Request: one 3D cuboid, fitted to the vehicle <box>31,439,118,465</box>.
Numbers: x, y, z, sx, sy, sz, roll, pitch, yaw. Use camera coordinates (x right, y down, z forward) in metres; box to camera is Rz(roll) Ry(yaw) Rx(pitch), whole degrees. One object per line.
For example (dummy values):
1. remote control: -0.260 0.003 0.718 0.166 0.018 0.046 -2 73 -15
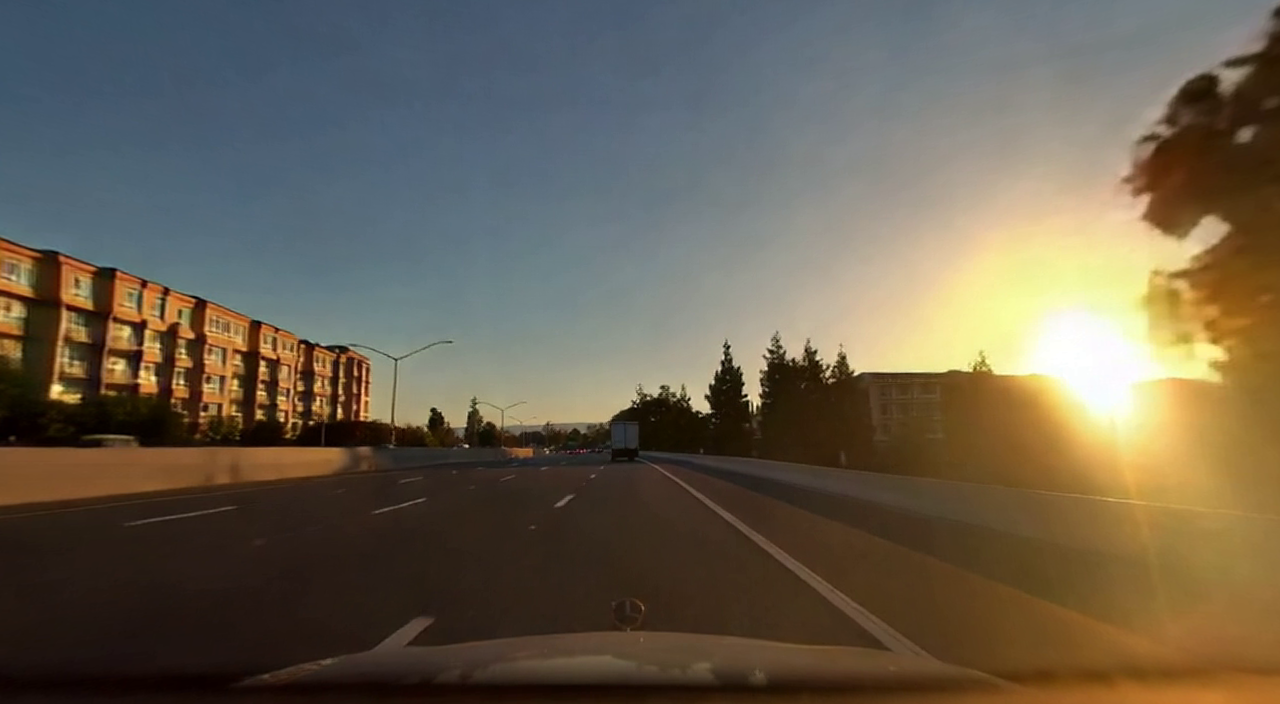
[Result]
1. vehicle: -41.278 7.332 46.222 1.962 1.758 4.831 0 -9 -2
